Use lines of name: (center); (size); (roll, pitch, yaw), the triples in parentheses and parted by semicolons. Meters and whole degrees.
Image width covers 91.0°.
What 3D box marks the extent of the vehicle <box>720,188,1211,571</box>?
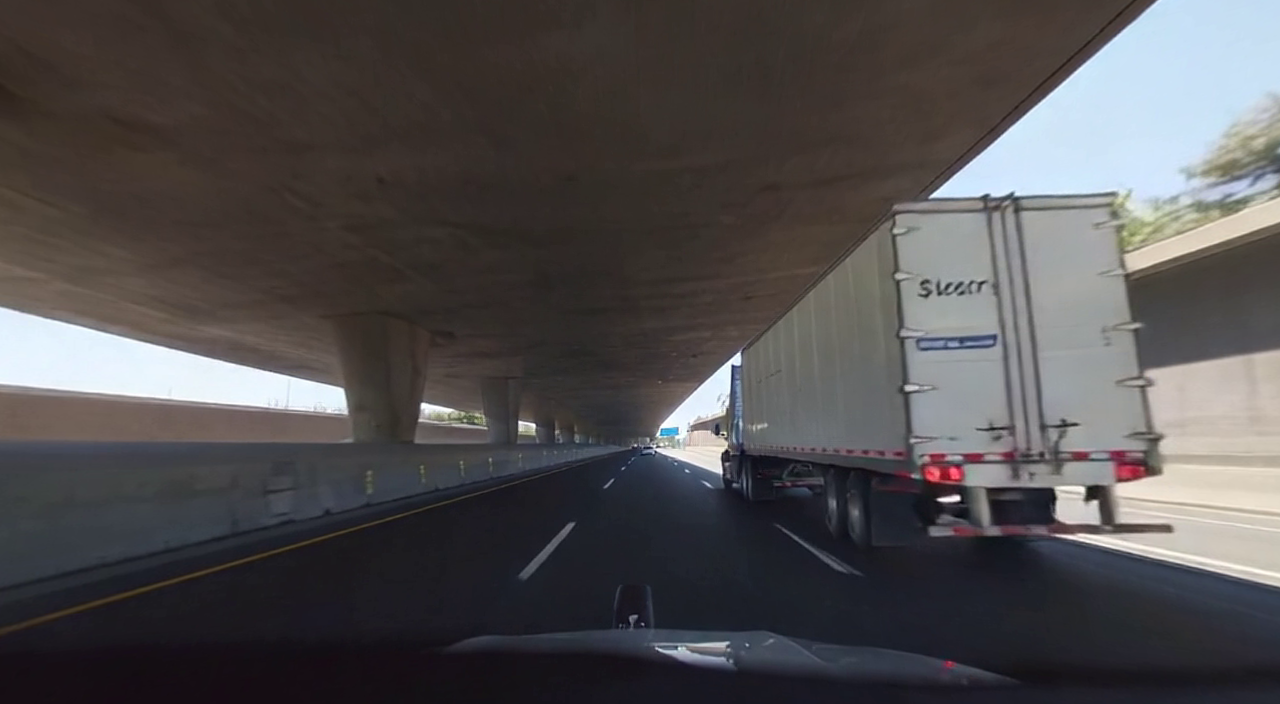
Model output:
vehicle: (4.392, 1.267, 14.295); (3.187, 4.197, 15.004); (0, -8, 0)
